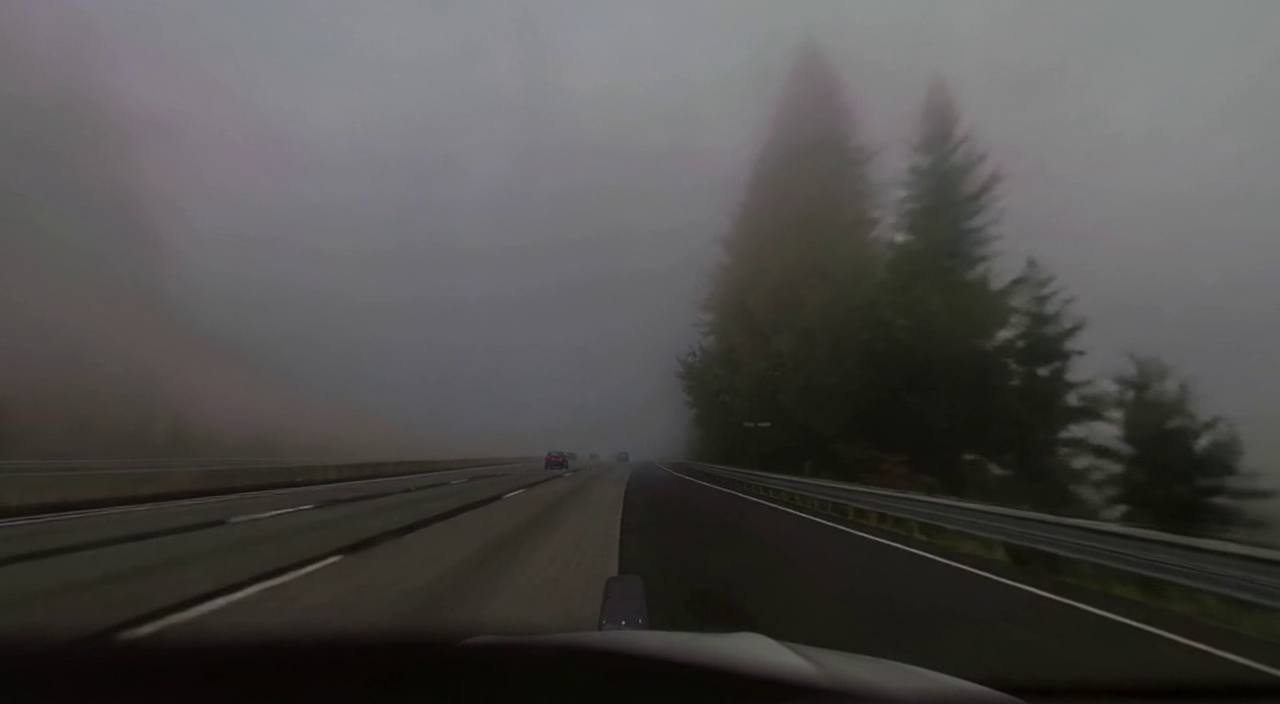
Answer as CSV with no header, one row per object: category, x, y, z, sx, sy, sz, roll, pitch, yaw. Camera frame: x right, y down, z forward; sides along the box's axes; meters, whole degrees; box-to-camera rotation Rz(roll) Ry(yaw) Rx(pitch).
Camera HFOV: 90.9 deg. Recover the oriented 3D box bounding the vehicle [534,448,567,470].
vehicle,-6.875,8.264,48.649,1.875,1.587,4.687,0,-9,0
